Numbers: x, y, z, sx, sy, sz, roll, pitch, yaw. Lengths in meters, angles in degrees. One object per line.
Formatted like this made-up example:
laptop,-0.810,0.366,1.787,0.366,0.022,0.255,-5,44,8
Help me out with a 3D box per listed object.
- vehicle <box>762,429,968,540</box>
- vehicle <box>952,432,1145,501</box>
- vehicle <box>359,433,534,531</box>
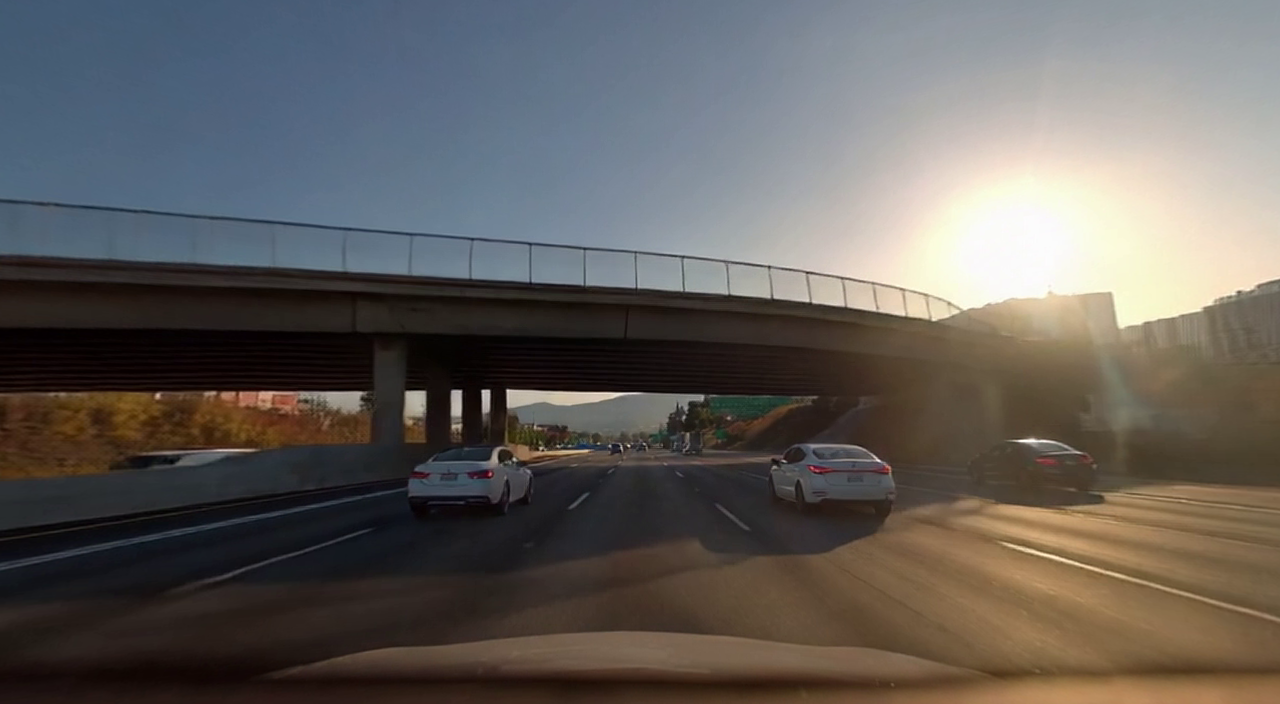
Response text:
vehicle,3.489,2.120,10.765,1.961,1.504,4.094,0,-8,-1
vehicle,10.281,2.888,16.399,2.019,1.529,4.385,0,-8,-1
vehicle,-3.442,2.392,12.232,1.975,1.536,4.295,0,-8,1
